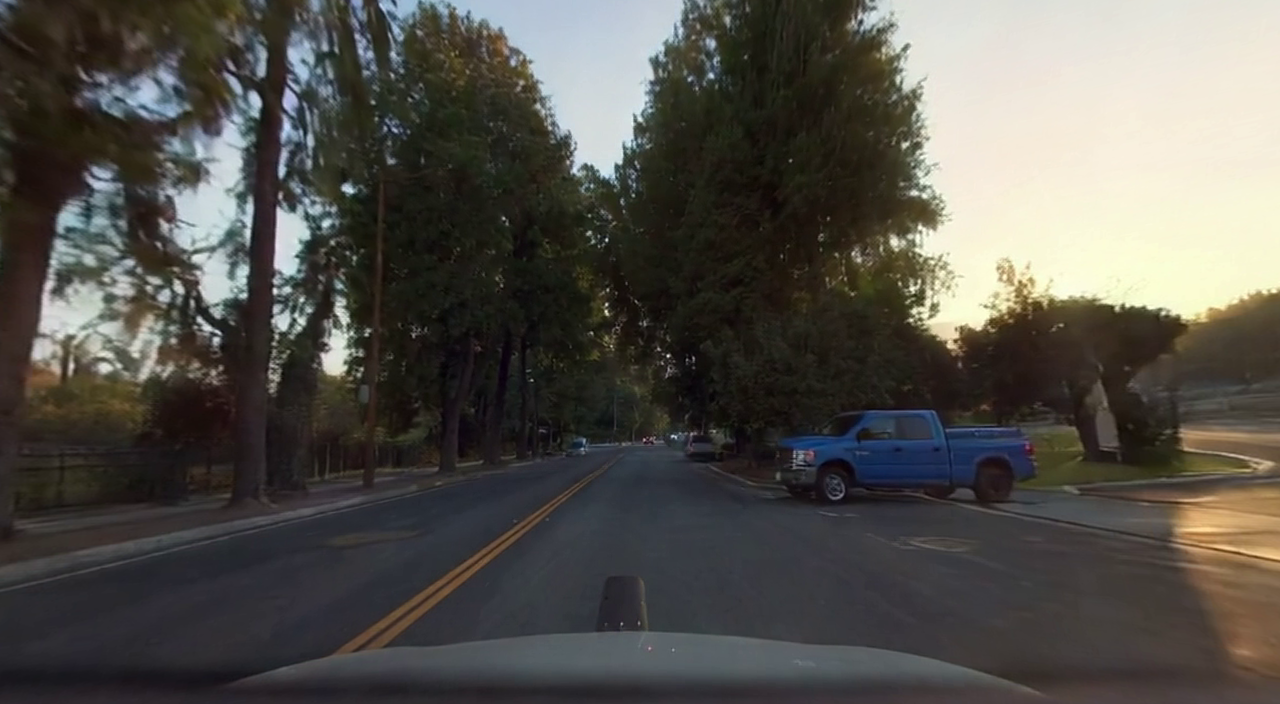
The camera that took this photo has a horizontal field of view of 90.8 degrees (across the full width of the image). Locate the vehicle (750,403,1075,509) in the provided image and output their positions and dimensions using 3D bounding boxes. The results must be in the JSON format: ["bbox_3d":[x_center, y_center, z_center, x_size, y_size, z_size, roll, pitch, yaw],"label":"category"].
[{"bbox_3d":[6.316,2.495,15.460,6.645,2.298,2.763,0,-8,-3],"label":"vehicle"}]

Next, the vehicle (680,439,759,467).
[{"bbox_3d":[5.124,6.571,41.162,4.791,1.706,1.963,1,-8,-5],"label":"vehicle"}]
